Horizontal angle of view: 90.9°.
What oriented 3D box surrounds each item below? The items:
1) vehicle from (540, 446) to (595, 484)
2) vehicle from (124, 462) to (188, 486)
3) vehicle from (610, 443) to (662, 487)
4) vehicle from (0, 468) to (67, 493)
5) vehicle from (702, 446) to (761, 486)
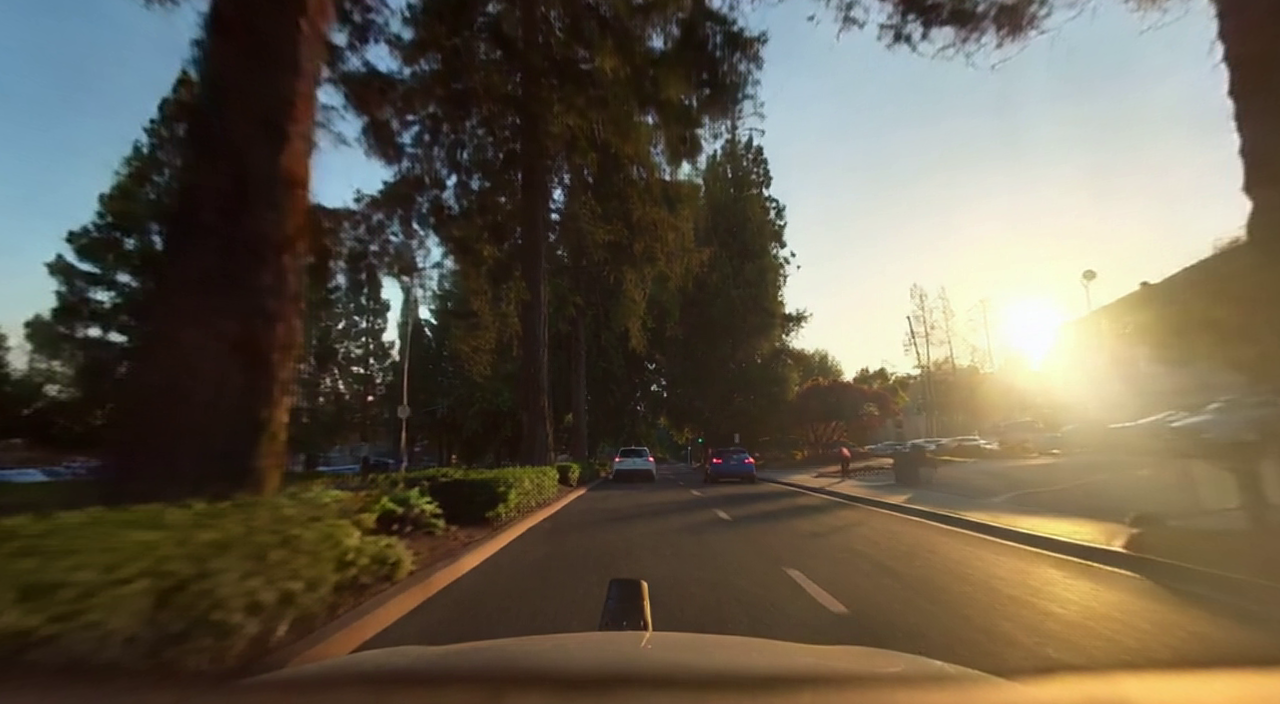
[{"bbox_3d":[-3.450,5.445,30.853,2.047,1.710,4.314,0,-8,2],"label":"vehicle"},{"bbox_3d":[-32.516,8.191,42.517,1.742,1.411,4.415,2,-9,-14],"label":"vehicle"},{"bbox_3d":[-0.124,4.767,27.031,2.022,1.700,4.084,0,-8,1],"label":"vehicle"},{"bbox_3d":[-42.094,8.893,43.904,1.811,1.441,4.673,4,-9,-25],"label":"vehicle"},{"bbox_3d":[3.821,4.840,27.054,1.847,1.554,4.052,0,-8,-1],"label":"vehicle"}]
